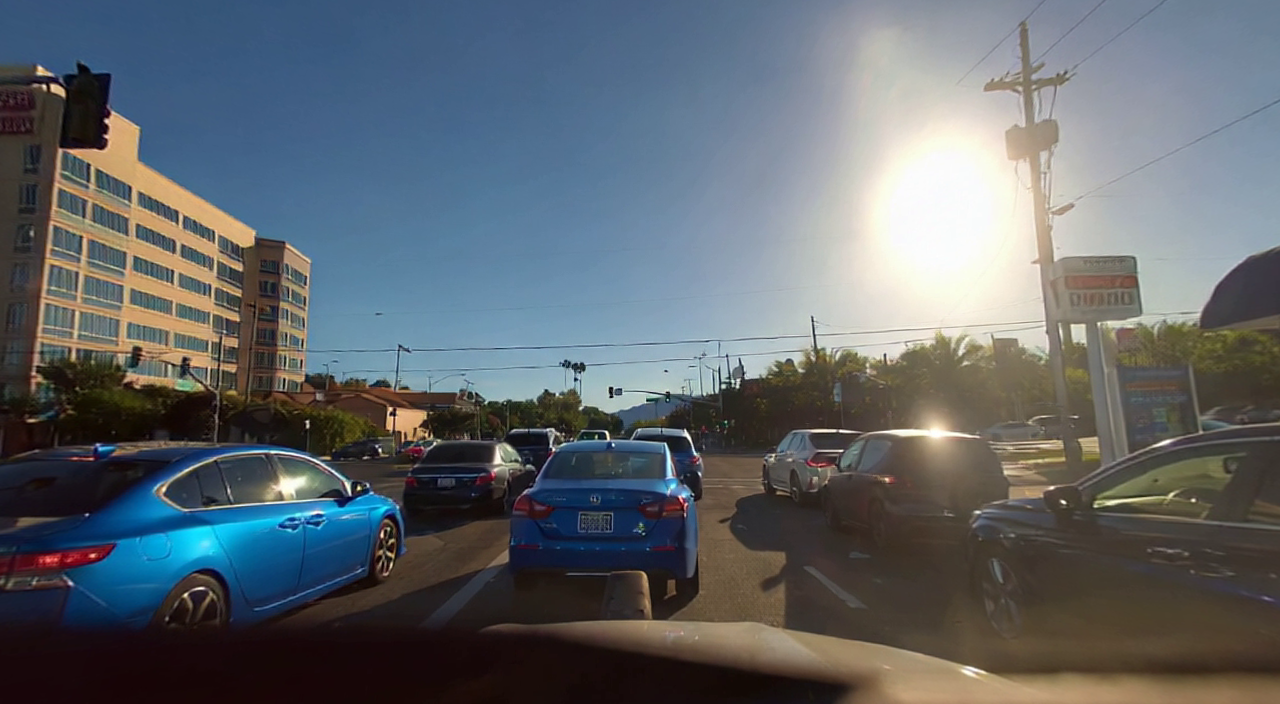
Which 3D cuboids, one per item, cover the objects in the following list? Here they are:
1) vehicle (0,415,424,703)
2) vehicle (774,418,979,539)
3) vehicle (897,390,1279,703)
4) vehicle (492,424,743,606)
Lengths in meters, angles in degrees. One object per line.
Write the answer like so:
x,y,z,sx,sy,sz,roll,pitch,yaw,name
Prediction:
-3.403,1.307,4.749,1.980,1.454,4.226,0,-8,1,vehicle
3.777,2.091,11.007,2.007,1.683,4.171,0,-8,1,vehicle
3.444,1.107,3.789,1.981,1.499,4.536,-1,-8,2,vehicle
-0.170,1.637,7.234,2.059,1.477,3.988,0,-8,0,vehicle
